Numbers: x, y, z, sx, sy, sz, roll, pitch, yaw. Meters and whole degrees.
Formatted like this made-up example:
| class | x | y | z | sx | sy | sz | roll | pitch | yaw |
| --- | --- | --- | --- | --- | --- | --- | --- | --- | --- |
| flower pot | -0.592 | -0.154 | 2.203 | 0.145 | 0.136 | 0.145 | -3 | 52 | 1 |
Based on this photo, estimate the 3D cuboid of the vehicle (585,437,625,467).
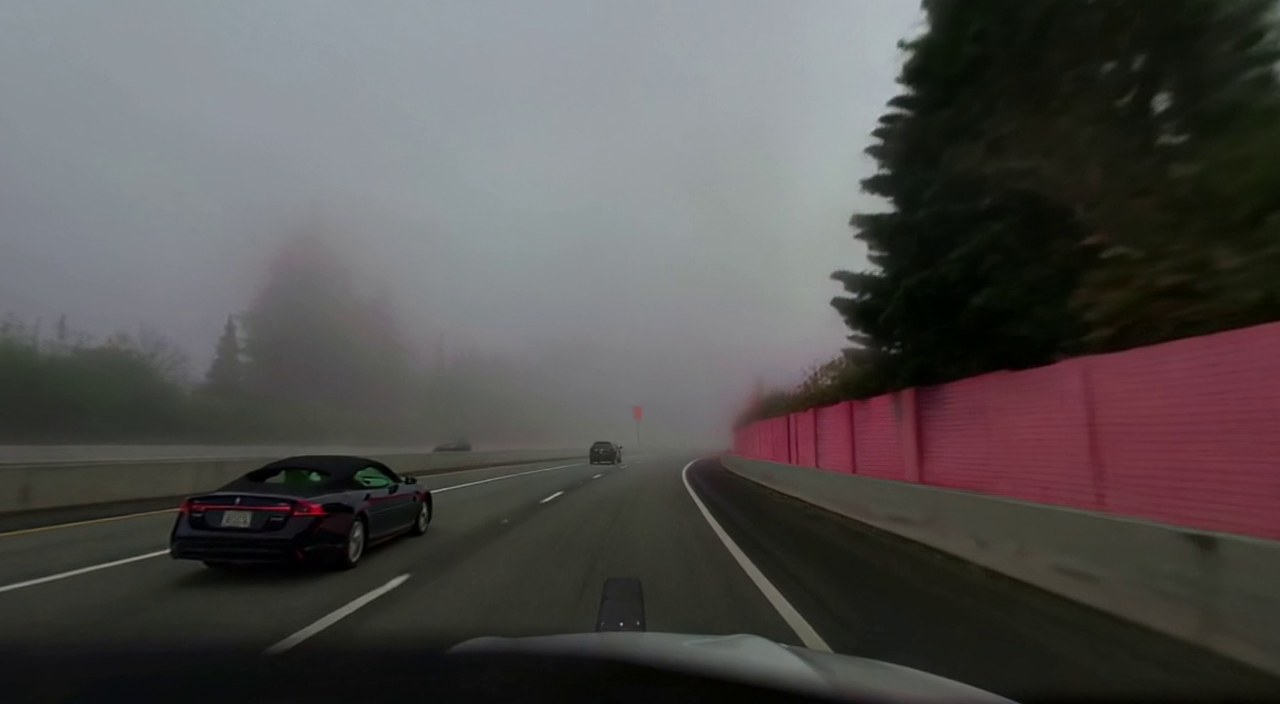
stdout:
| class | x | y | z | sx | sy | sz | roll | pitch | yaw |
| --- | --- | --- | --- | --- | --- | --- | --- | --- | --- |
| vehicle | -2.041 | 5.981 | 37.710 | 1.833 | 1.697 | 3.984 | -1 | -9 | 5 |

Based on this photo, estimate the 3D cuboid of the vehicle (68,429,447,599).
| class | x | y | z | sx | sy | sz | roll | pitch | yaw |
| --- | --- | --- | --- | --- | --- | --- | --- | --- | --- |
| vehicle | -3.894 | 1.699 | 7.526 | 1.746 | 1.405 | 4.339 | 0 | -9 | 1 |
